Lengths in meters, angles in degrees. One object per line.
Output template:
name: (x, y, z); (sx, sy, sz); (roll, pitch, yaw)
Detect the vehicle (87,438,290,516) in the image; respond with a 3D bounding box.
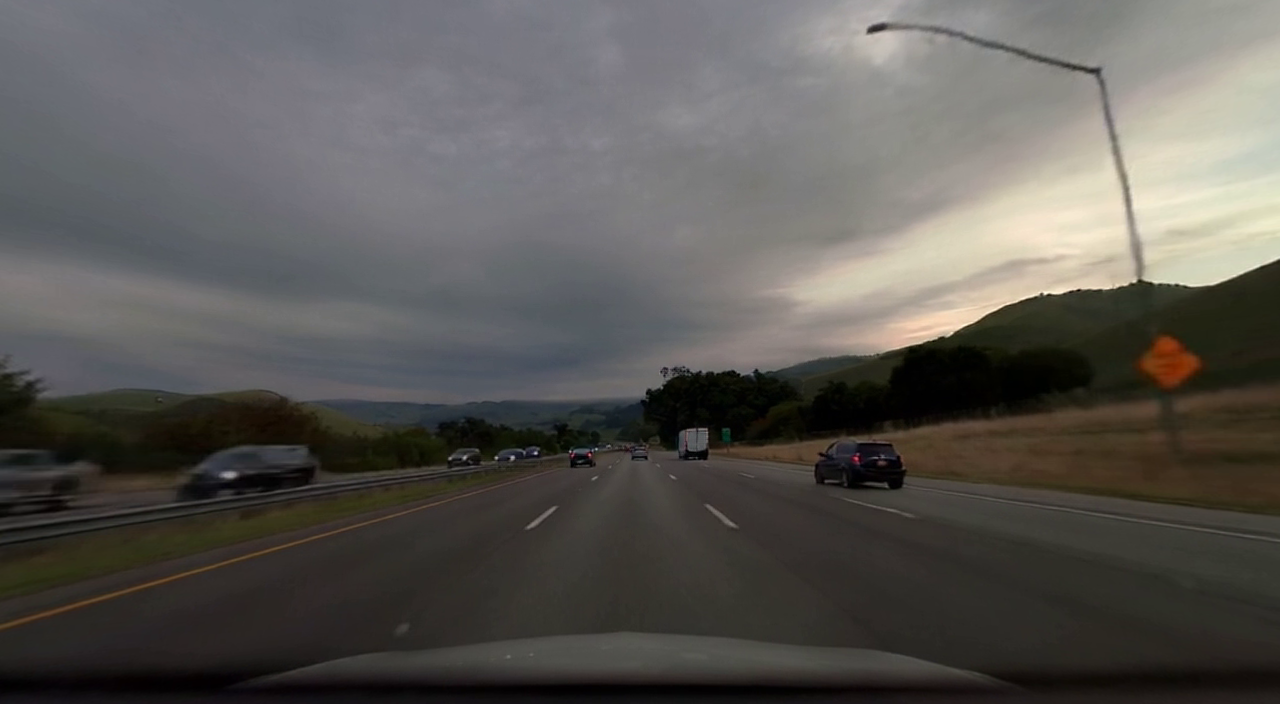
vehicle: (-11.223, 3.099, 16.136); (1.911, 1.688, 4.421); (0, -9, 0)

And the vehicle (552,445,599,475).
vehicle: (-3.531, 5.987, 35.161); (2.160, 1.530, 4.500); (0, -9, -1)

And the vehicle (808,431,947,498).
vehicle: (6.523, 3.142, 17.987); (2.069, 1.625, 4.832); (0, -9, 0)
